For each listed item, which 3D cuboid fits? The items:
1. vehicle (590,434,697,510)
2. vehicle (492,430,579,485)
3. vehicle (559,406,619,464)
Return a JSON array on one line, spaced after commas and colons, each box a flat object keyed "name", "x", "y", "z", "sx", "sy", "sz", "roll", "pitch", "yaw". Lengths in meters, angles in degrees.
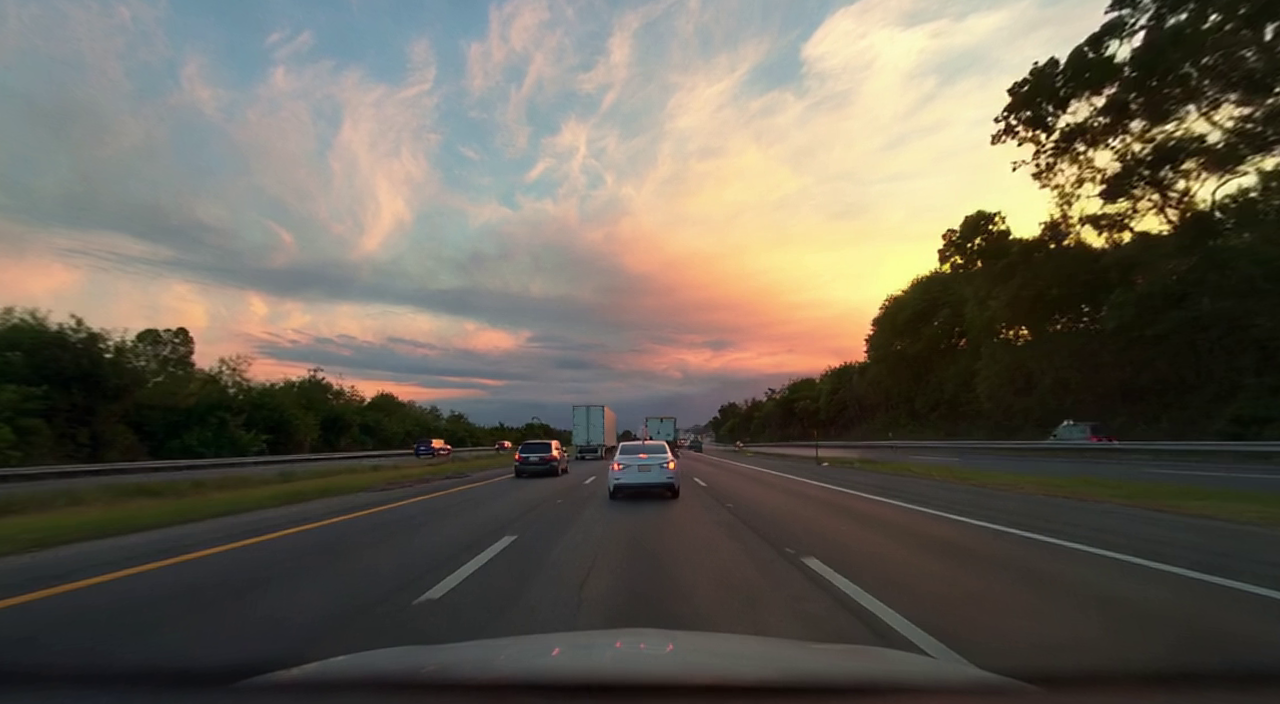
[{"name": "vehicle", "x": 0.065, "y": 2.620, "z": 14.153, "sx": 2.057, "sy": 1.449, "sz": 3.931, "roll": 0, "pitch": -9, "yaw": 0}, {"name": "vehicle", "x": -3.525, "y": 3.683, "z": 22.130, "sx": 2.177, "sy": 1.699, "sz": 4.431, "roll": 0, "pitch": -9, "yaw": 2}, {"name": "vehicle", "x": -3.231, "y": 5.923, "z": 43.927, "sx": 2.999, "sy": 3.435, "sz": 12.740, "roll": 0, "pitch": -9, "yaw": 1}]
